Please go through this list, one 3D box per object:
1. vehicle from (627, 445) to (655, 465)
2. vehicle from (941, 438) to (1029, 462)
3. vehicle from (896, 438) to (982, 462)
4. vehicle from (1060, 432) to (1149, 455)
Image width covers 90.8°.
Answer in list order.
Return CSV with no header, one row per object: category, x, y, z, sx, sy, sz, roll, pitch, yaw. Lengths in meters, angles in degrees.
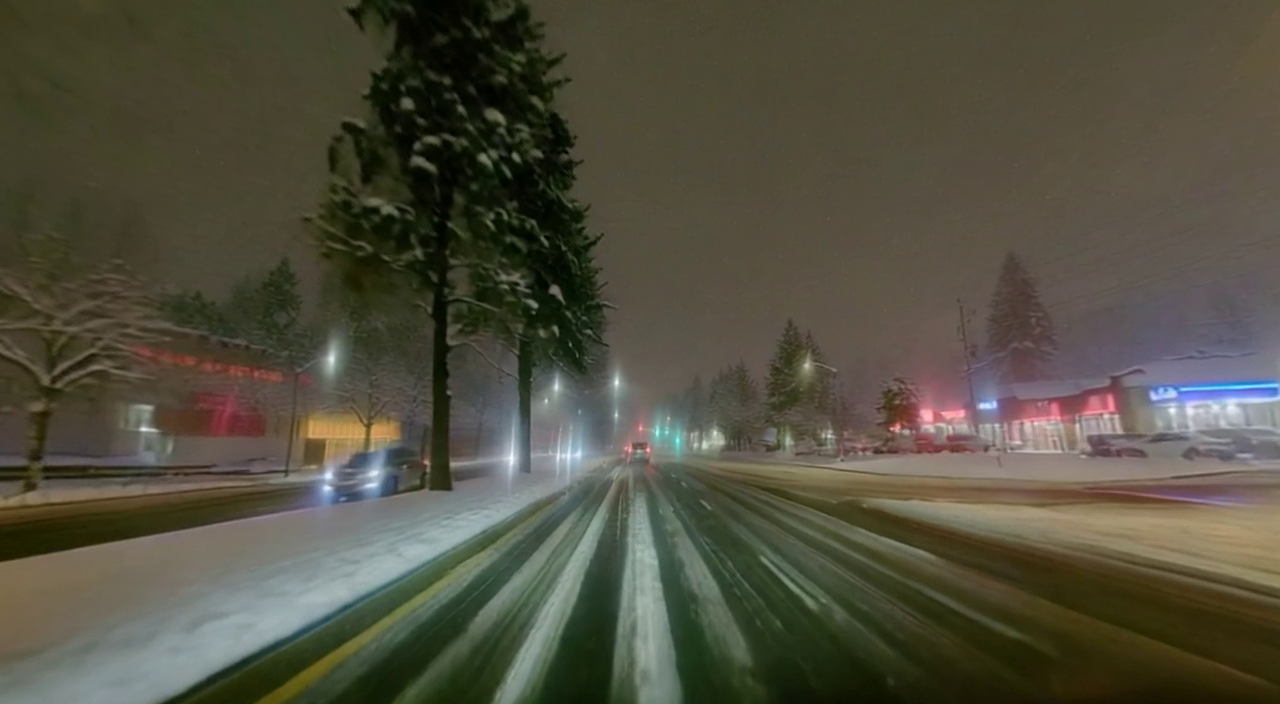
vehicle,0.057,8.089,49.671,2.159,1.461,4.142,0,-9,-1
vehicle,22.977,6.517,42.265,2.072,1.469,4.661,6,-10,-35
vehicle,19.960,6.569,42.361,2.048,1.462,4.802,5,-10,-32
vehicle,31.459,6.231,42.907,1.927,1.464,4.368,3,-9,-23
